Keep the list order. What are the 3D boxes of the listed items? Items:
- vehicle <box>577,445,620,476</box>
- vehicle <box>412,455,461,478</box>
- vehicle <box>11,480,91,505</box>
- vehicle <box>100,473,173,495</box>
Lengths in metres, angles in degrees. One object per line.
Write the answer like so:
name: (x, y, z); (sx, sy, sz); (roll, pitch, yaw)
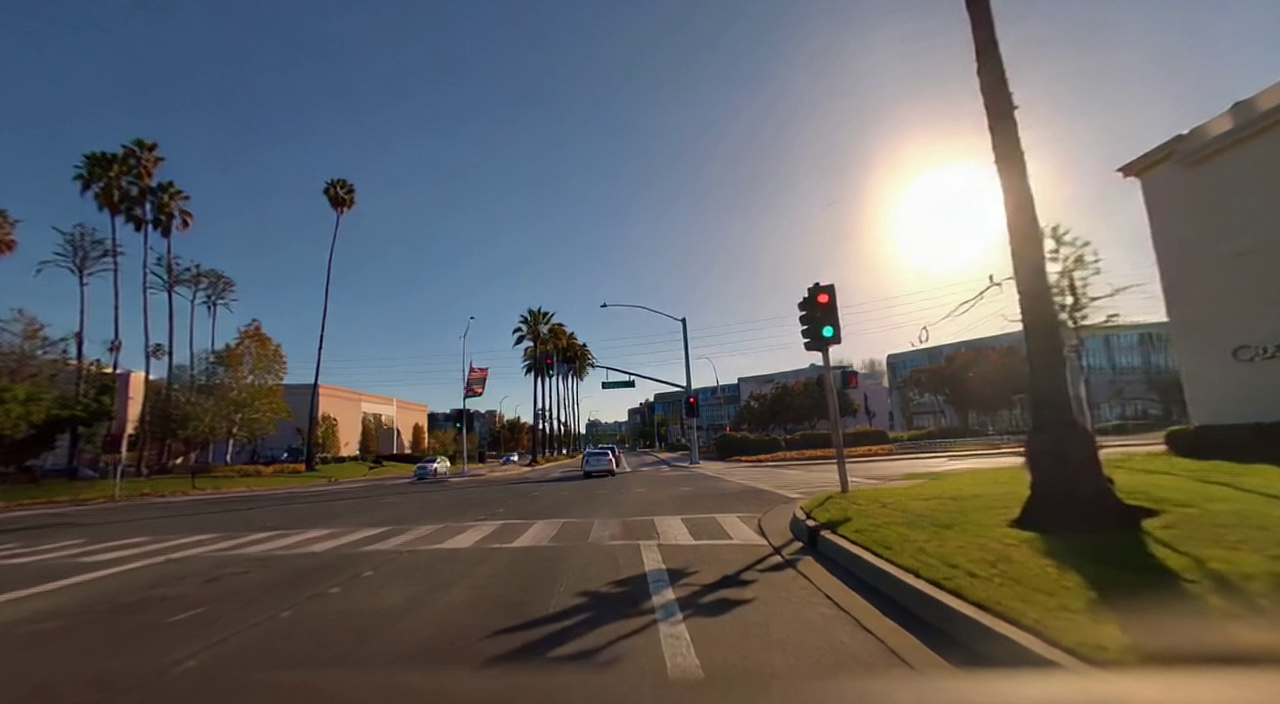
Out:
vehicle: (-2.082, 5.562, 32.656); (2.063, 1.474, 4.334); (0, -8, -2)
vehicle: (-14.571, 8.230, 45.533); (1.997, 1.480, 4.715); (0, -8, -1)
vehicle: (-39.040, 9.338, 41.920); (3.685, 1.183, 1.680); (-5, -9, -1)
vehicle: (-39.742, 10.432, 49.953); (4.018, 1.556, 1.895); (0, -8, -3)
